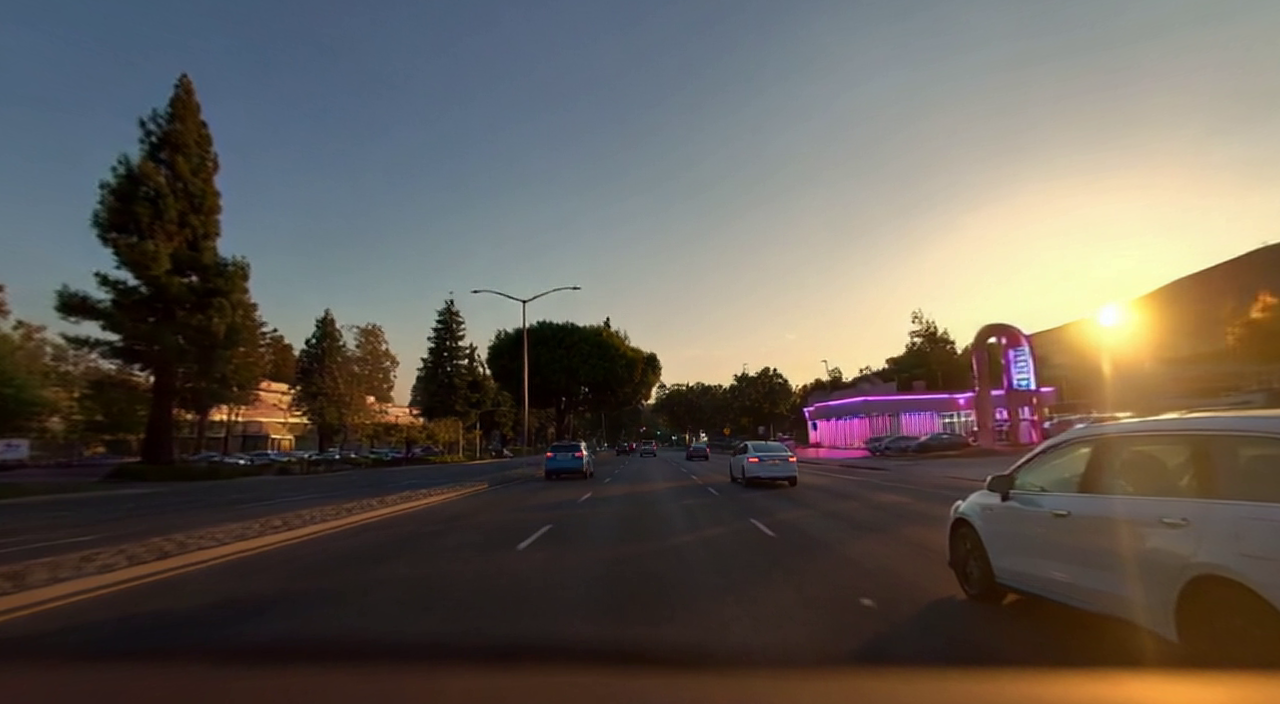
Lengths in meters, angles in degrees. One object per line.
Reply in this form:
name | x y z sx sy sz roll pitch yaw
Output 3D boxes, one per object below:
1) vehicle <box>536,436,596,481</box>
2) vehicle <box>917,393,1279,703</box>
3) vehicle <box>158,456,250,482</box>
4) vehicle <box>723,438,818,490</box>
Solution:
vehicle | -3.062 4.495 26.889 1.981 1.731 4.360 0 -8 1
vehicle | 3.562 1.051 3.457 1.976 1.491 4.714 0 -8 1
vehicle | -29.803 7.974 43.264 1.998 1.623 4.681 -6 -10 32
vehicle | 4.127 3.629 20.750 2.036 1.480 4.659 0 -8 -1
